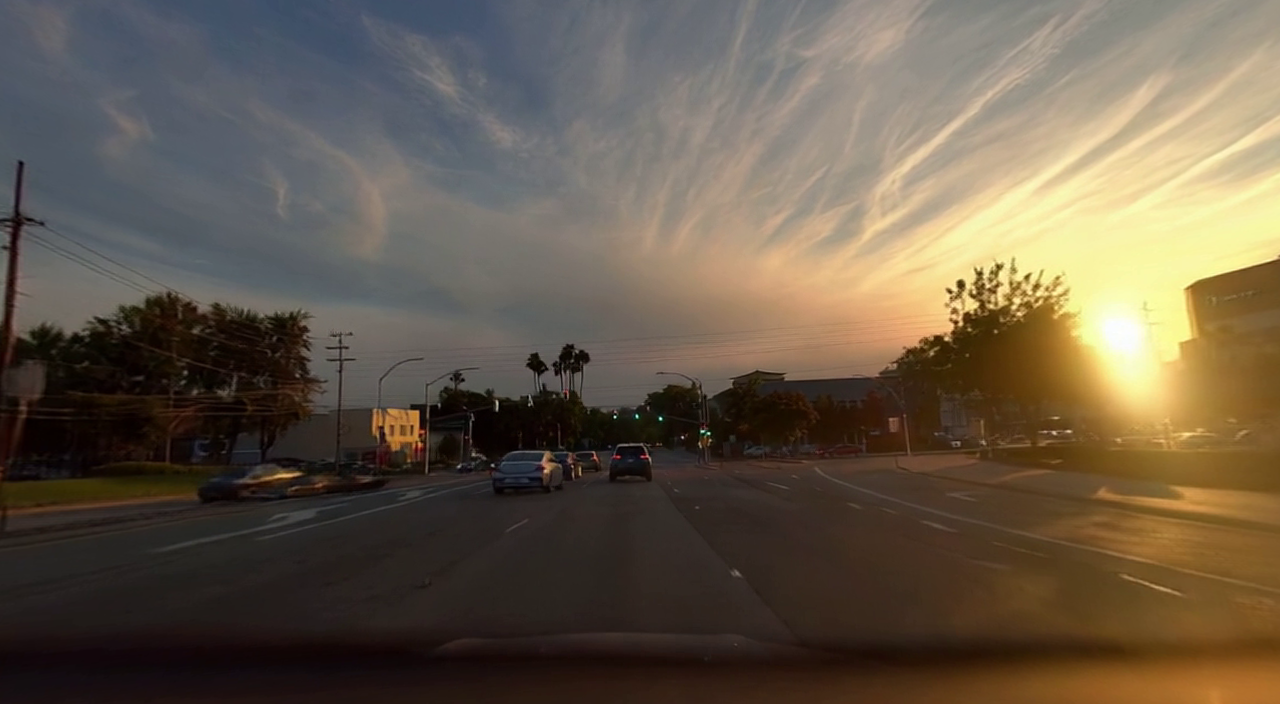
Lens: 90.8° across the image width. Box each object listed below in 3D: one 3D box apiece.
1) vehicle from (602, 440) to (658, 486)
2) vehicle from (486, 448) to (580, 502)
[{"bbox_3d":[-0.382,4.806,27.743,2.276,1.850,3.897,0,-8,1],"label":"vehicle"},{"bbox_3d":[-3.183,3.756,19.827,2.064,1.464,4.373,0,-8,2],"label":"vehicle"}]
